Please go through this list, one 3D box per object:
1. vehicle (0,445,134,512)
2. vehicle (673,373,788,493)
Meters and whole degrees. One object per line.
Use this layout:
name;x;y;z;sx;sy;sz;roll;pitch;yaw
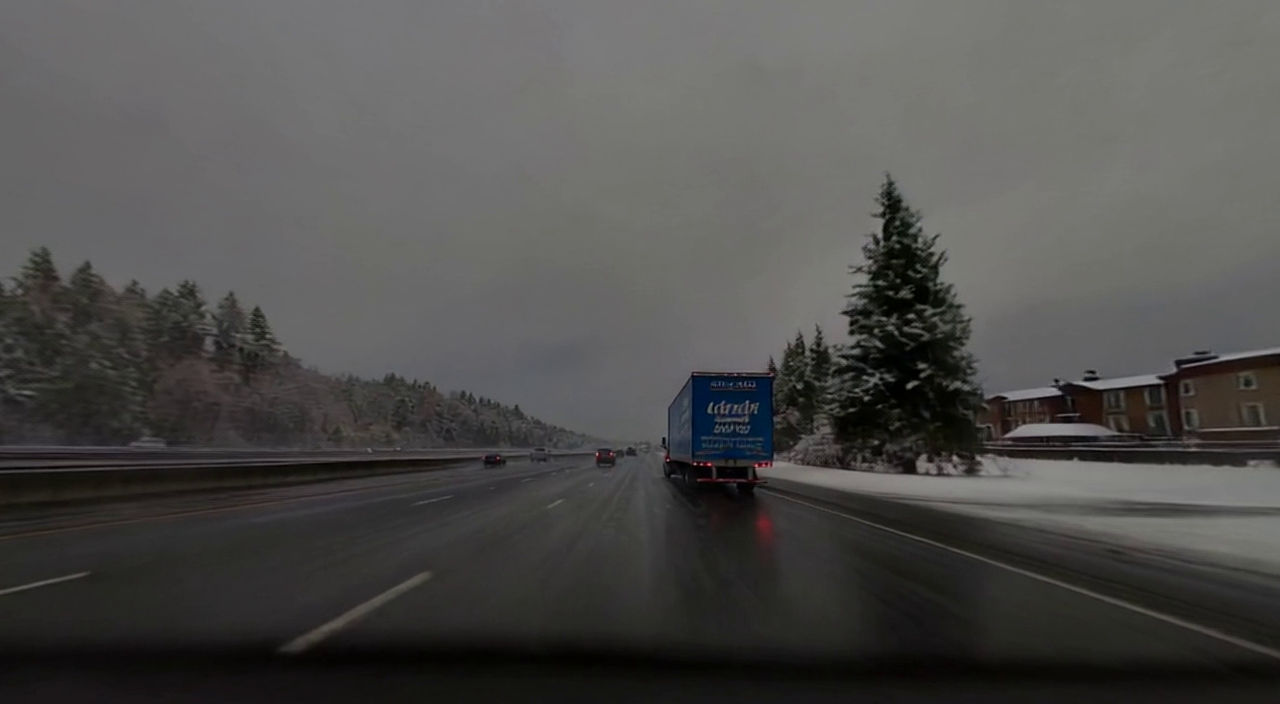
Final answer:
vehicle;-15.192;2.999;15.225;1.982;1.471;4.747;0;-9;1
vehicle;3.482;3.935;29.414;3.140;4.100;15.551;0;-9;0
